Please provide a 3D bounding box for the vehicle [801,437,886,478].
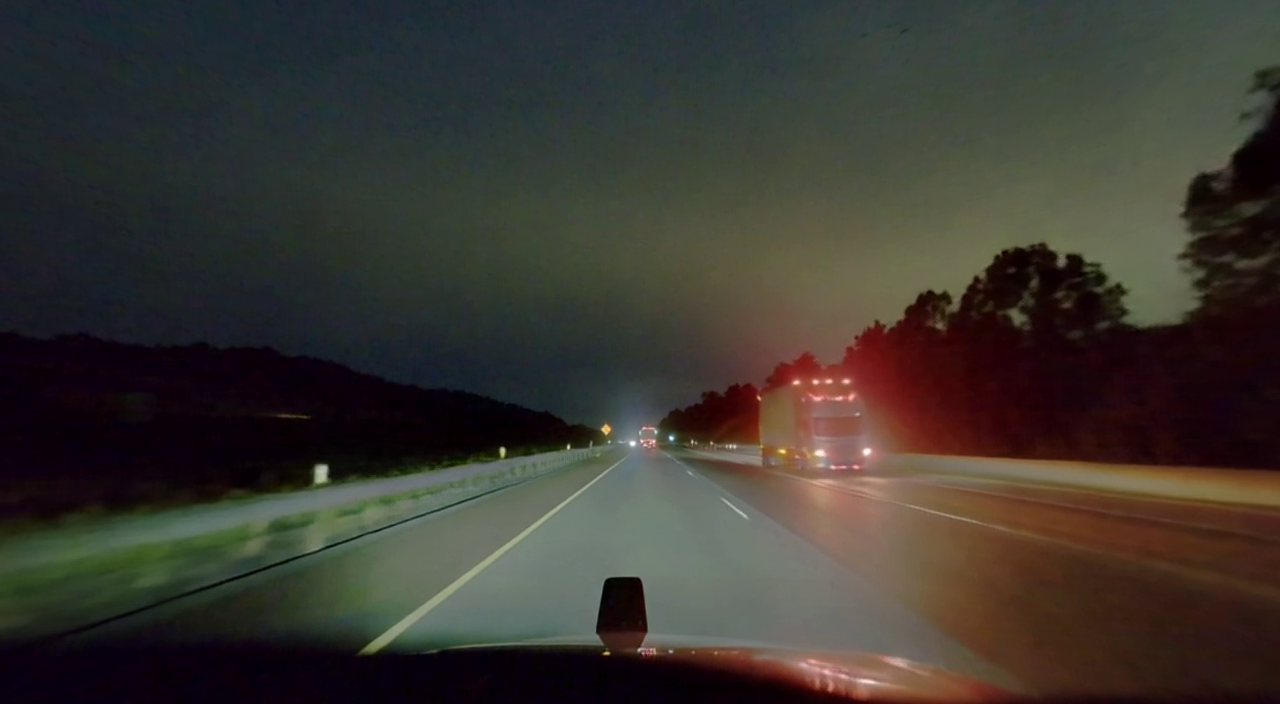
[{"bbox_3d":[8.484,4.420,26.661,2.611,1.607,3.179,0,-8,2],"label":"vehicle"}]
